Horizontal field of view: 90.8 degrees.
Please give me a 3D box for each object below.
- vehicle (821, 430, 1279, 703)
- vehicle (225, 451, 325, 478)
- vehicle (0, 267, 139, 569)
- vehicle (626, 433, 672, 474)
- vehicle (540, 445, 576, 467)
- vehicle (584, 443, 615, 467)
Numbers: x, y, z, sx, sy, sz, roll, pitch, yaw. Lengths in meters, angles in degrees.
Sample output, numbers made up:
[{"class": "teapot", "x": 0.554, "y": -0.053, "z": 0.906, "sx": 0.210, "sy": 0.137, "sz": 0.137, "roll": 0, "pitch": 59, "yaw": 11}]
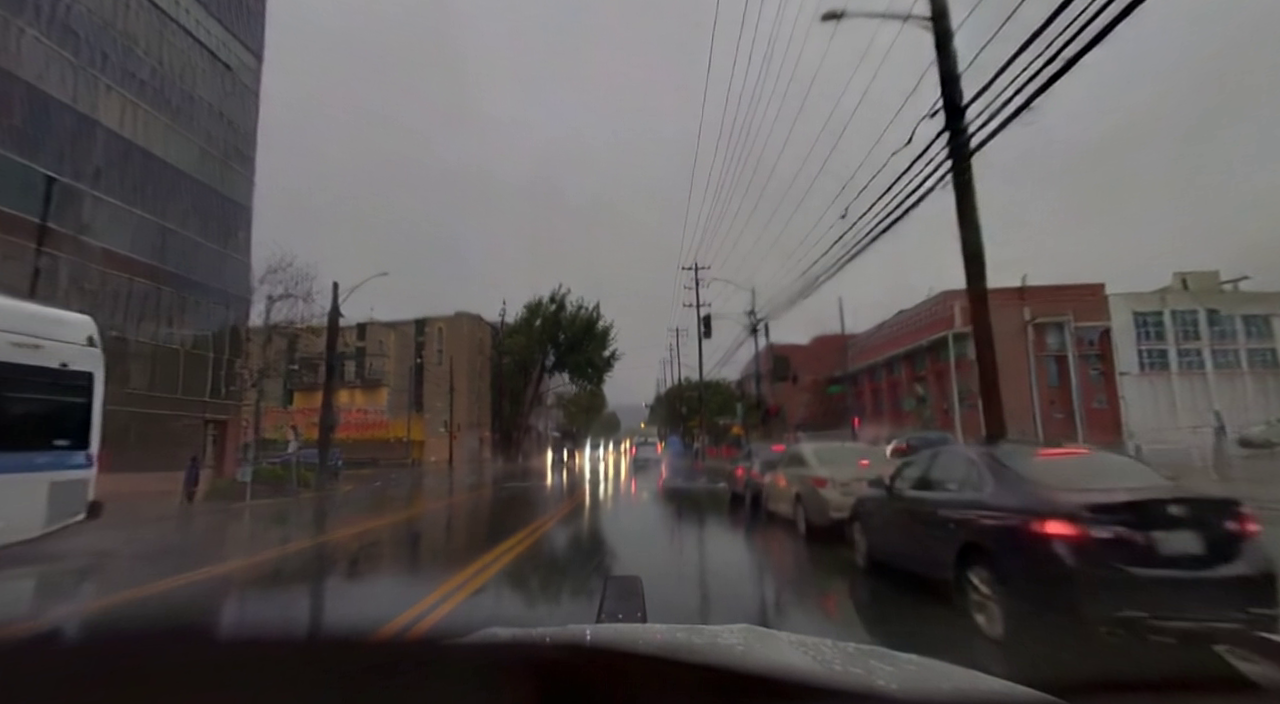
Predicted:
[{"class": "vehicle", "x": 3.325, "y": 1.517, "z": 5.793, "sx": 2.018, "sy": 1.474, "sz": 4.524, "roll": 0, "pitch": -8, "yaw": 1}, {"class": "vehicle", "x": -20.875, "y": 6.460, "z": 36.259, "sx": 4.477, "sy": 1.439, "sz": 1.966, "roll": -1, "pitch": -8, "yaw": 2}, {"class": "vehicle", "x": -9.391, "y": 0.124, "z": 3.025, "sx": 3.022, "sy": 3.627, "sz": 13.129, "roll": -1, "pitch": -9, "yaw": 1}, {"class": "vehicle", "x": 0.484, "y": 5.064, "z": 31.721, "sx": 2.127, "sy": 1.893, "sz": 4.194, "roll": -1, "pitch": -8, "yaw": 2}, {"class": "vehicle", "x": -6.188, "y": 7.849, "z": 47.977, "sx": 2.089, "sy": 1.578, "sz": 4.571, "roll": 0, "pitch": -8, "yaw": 0}, {"class": "vehicle", "x": -2.823, "y": 7.326, "z": 45.189, "sx": 2.026, "sy": 1.616, "sz": 4.109, "roll": 1, "pitch": -8, "yaw": -1}]
